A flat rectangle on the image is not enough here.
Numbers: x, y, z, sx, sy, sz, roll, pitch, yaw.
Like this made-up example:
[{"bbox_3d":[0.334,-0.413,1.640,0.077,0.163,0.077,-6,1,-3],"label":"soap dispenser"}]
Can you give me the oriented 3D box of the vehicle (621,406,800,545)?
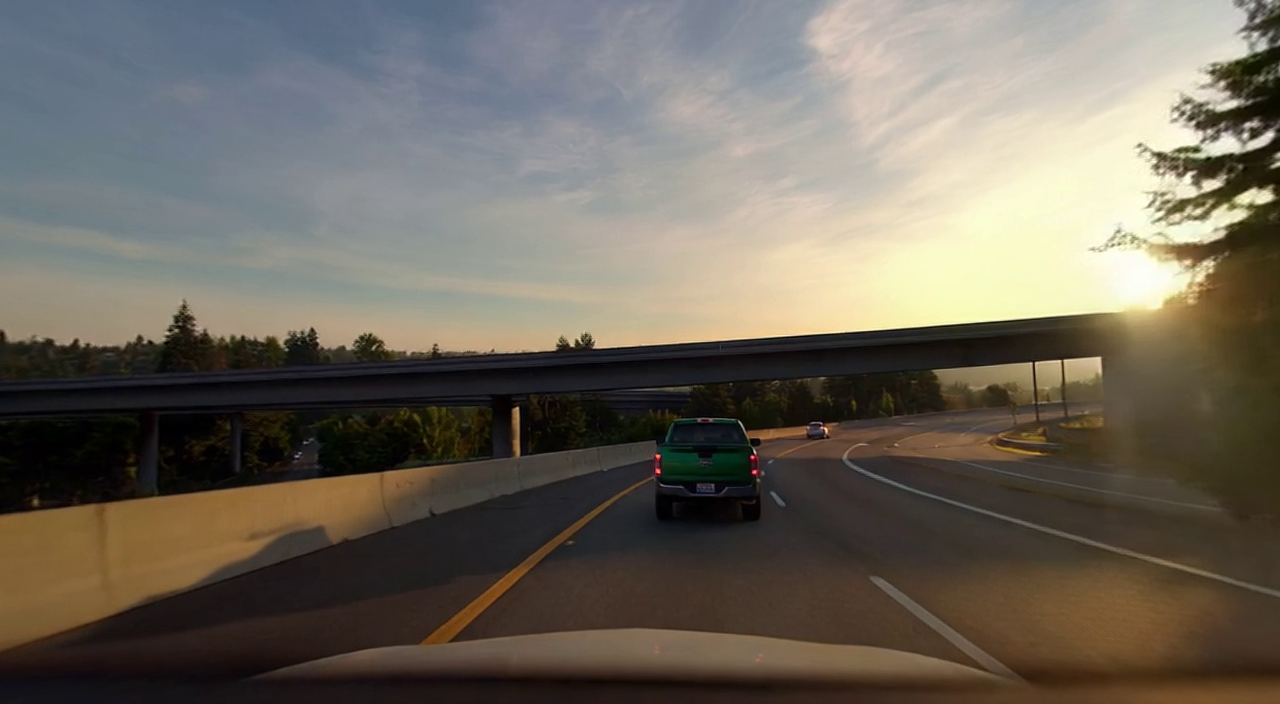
[{"bbox_3d":[1.092,1.887,10.242,2.235,1.716,4.435,-1,-8,6],"label":"vehicle"}]
